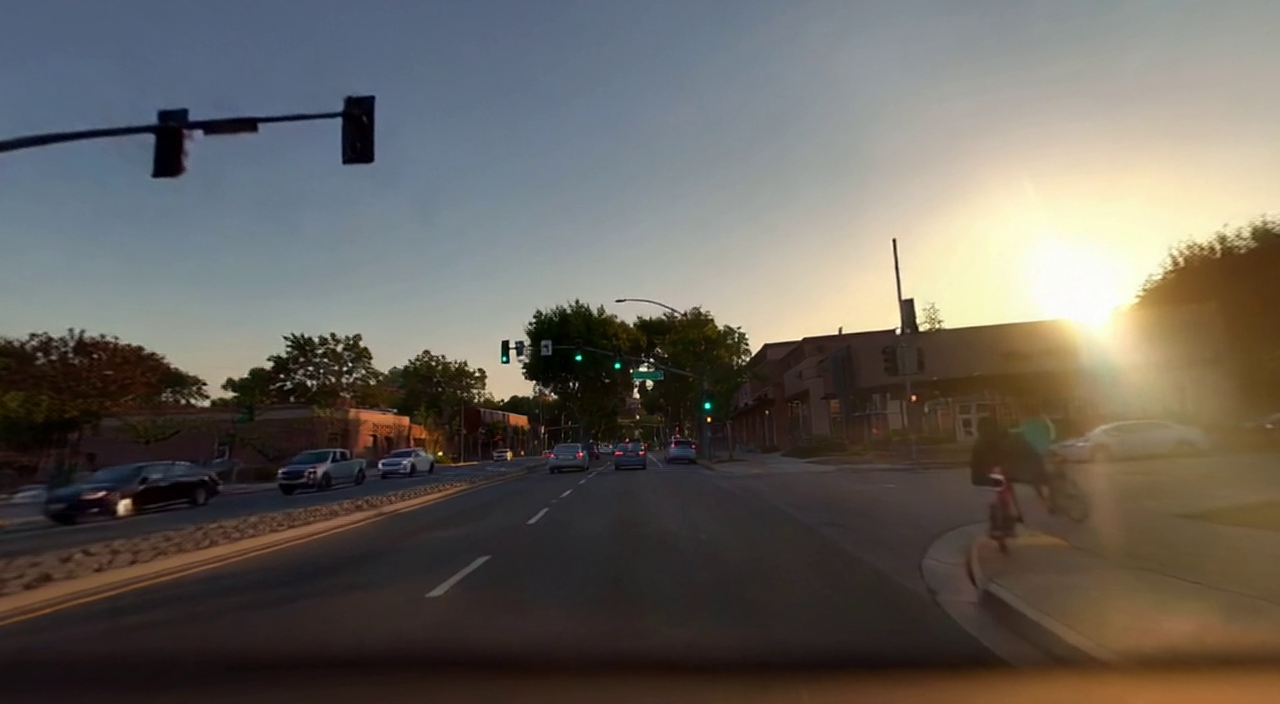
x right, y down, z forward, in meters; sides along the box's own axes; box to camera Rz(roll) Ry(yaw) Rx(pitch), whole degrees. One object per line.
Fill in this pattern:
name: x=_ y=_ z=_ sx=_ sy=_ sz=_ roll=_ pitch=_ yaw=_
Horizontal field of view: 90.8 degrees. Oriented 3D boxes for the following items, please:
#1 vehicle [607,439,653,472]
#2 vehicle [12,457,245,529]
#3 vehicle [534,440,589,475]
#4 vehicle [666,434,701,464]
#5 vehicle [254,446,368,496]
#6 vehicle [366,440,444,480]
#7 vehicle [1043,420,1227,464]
vehicle: x=-0.452 y=4.937 z=30.253 sx=2.085 sy=1.475 sz=3.976 roll=0 pitch=-8 yaw=0
vehicle: x=-12.574 y=3.438 z=16.051 sx=1.909 sy=1.462 sz=4.608 roll=-1 pitch=-9 yaw=3
vehicle: x=-3.498 y=4.786 z=28.866 sx=1.921 sy=1.477 sz=4.083 roll=0 pitch=-8 yaw=1
vehicle: x=2.813 y=6.441 z=41.904 sx=2.175 sy=1.850 sz=5.118 roll=0 pitch=-8 yaw=2
vehicle: x=-12.575 y=4.532 z=24.550 sx=1.986 sy=1.712 sz=4.399 roll=0 pitch=-8 yaw=1
vehicle: x=-12.424 y=5.733 z=33.808 sx=2.260 sy=1.921 sz=4.902 roll=0 pitch=-8 yaw=0
vehicle: x=17.222 y=3.170 z=22.216 sx=4.517 sy=1.455 sz=2.233 roll=-1 pitch=-9 yaw=3
